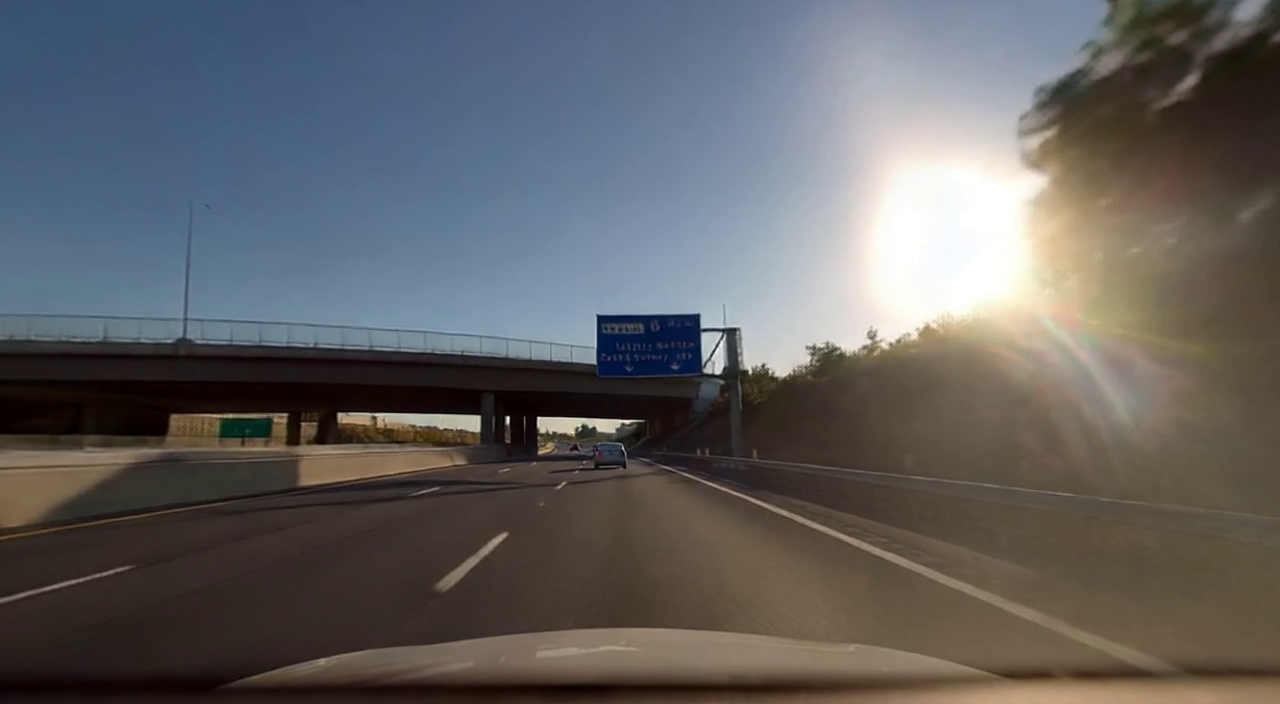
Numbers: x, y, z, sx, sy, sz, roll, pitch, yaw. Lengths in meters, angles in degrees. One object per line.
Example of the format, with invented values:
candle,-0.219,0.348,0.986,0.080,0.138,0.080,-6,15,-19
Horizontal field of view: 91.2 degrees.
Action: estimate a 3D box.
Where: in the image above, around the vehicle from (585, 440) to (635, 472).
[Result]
vehicle,-1.451,5.268,31.832,2.055,1.509,4.255,-1,-9,4
